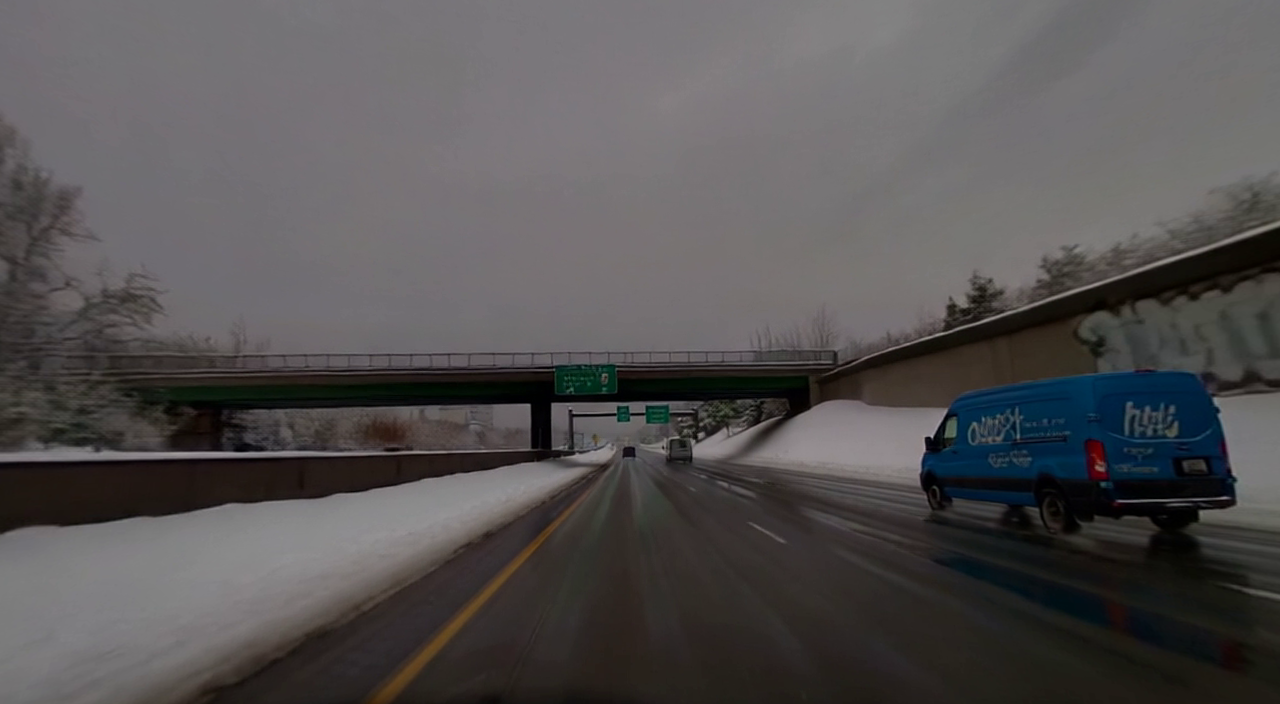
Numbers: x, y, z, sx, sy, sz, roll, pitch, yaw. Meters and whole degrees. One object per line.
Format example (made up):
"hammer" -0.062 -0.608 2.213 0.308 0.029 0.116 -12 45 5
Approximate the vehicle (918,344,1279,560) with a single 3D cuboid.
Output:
"vehicle" 7.235 1.626 10.602 2.283 2.631 5.719 0 -9 -1

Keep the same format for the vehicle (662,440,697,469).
"vehicle" 2.830 7.508 46.226 2.007 1.943 5.010 0 -9 -2

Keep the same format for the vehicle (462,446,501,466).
"vehicle" -12.555 8.248 49.987 2.003 1.496 4.559 0 -9 -1

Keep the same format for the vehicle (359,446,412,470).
"vehicle" -16.433 6.863 40.814 1.815 1.465 4.003 0 -9 -1
